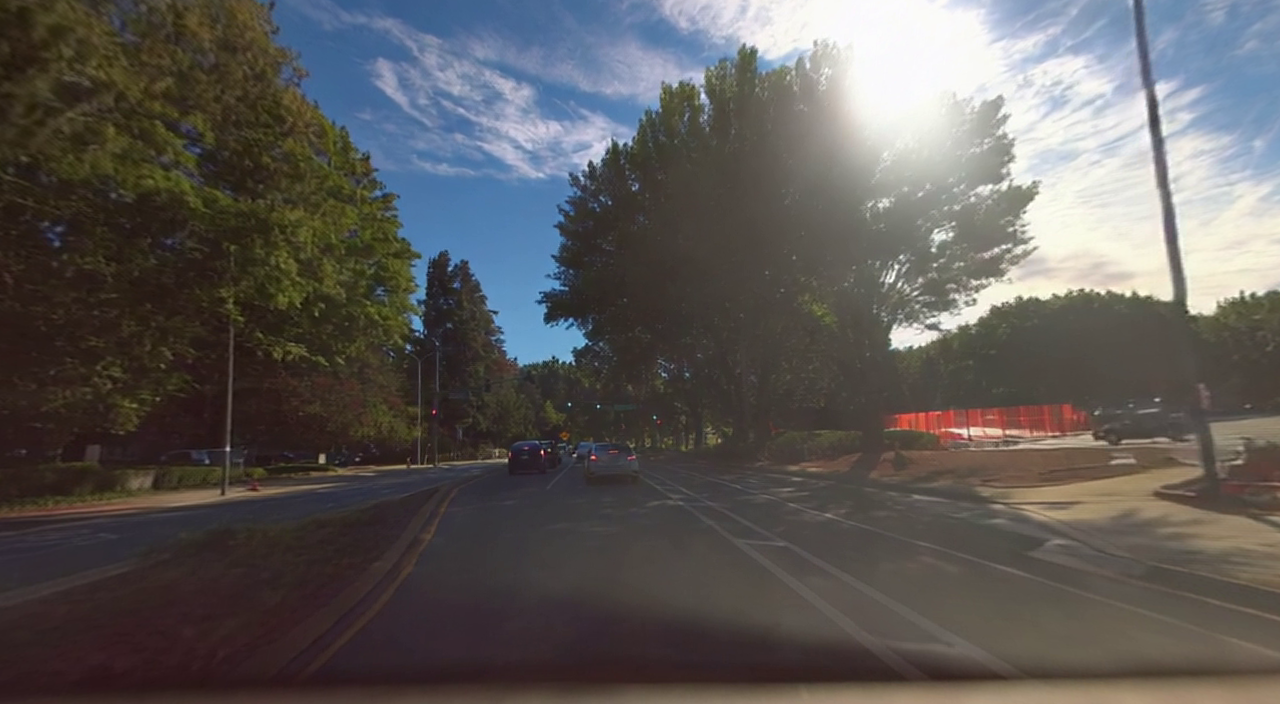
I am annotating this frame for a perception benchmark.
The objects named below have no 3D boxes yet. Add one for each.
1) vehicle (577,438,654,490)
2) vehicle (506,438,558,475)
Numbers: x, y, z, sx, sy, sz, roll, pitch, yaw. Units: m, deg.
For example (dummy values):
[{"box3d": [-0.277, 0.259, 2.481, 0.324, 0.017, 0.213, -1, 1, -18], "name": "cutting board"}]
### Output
[{"box3d": [-0.942, 3.663, 21.094, 2.266, 1.508, 4.430, 1, -8, -6], "name": "vehicle"}, {"box3d": [-5.167, 5.075, 30.876, 2.077, 1.665, 4.206, 1, -8, -4], "name": "vehicle"}]
